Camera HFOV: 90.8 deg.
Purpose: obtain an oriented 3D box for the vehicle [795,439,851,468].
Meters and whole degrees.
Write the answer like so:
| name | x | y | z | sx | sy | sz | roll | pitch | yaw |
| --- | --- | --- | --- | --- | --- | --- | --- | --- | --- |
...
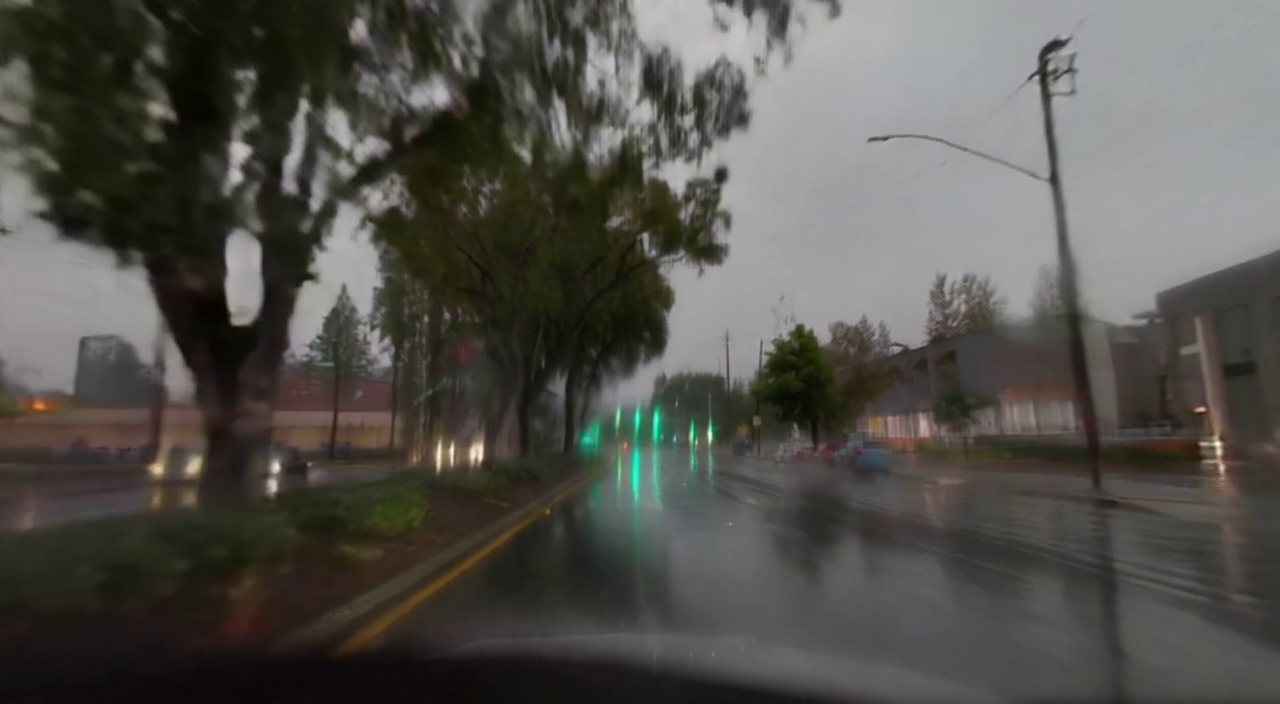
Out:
| name | x | y | z | sx | sy | sz | roll | pitch | yaw |
| --- | --- | --- | --- | --- | --- | --- | --- | --- | --- |
| vehicle | 9.863 | 5.504 | 34.399 | 1.726 | 1.486 | 4.394 | 0 | -9 | -1 |

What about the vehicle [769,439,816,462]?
| name | x | y | z | sx | sy | sz | roll | pitch | yaw |
| --- | --- | --- | --- | --- | --- | --- | --- | --- | --- |
| vehicle | 10.094 | 6.570 | 42.176 | 1.926 | 1.464 | 4.436 | 0 | -9 | -1 |

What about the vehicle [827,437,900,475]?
| name | x | y | z | sx | sy | sz | roll | pitch | yaw |
| --- | --- | --- | --- | --- | --- | --- | --- | --- | --- |
| vehicle | 10.129 | 4.735 | 28.972 | 1.901 | 1.586 | 3.903 | 0 | -9 | 0 |

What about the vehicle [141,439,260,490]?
| name | x | y | z | sx | sy | sz | roll | pitch | yaw |
| --- | --- | --- | --- | --- | --- | --- | --- | --- | --- |
| vehicle | -19.449 | 4.990 | 28.292 | 1.954 | 2.000 | 4.687 | -2 | -9 | -1 |

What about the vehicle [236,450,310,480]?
| name | x | y | z | sx | sy | sz | roll | pitch | yaw |
| --- | --- | --- | --- | --- | --- | --- | --- | --- | --- |
| vehicle | -19.437 | 5.985 | 33.637 | 1.664 | 1.443 | 3.701 | 0 | -9 | 0 |
